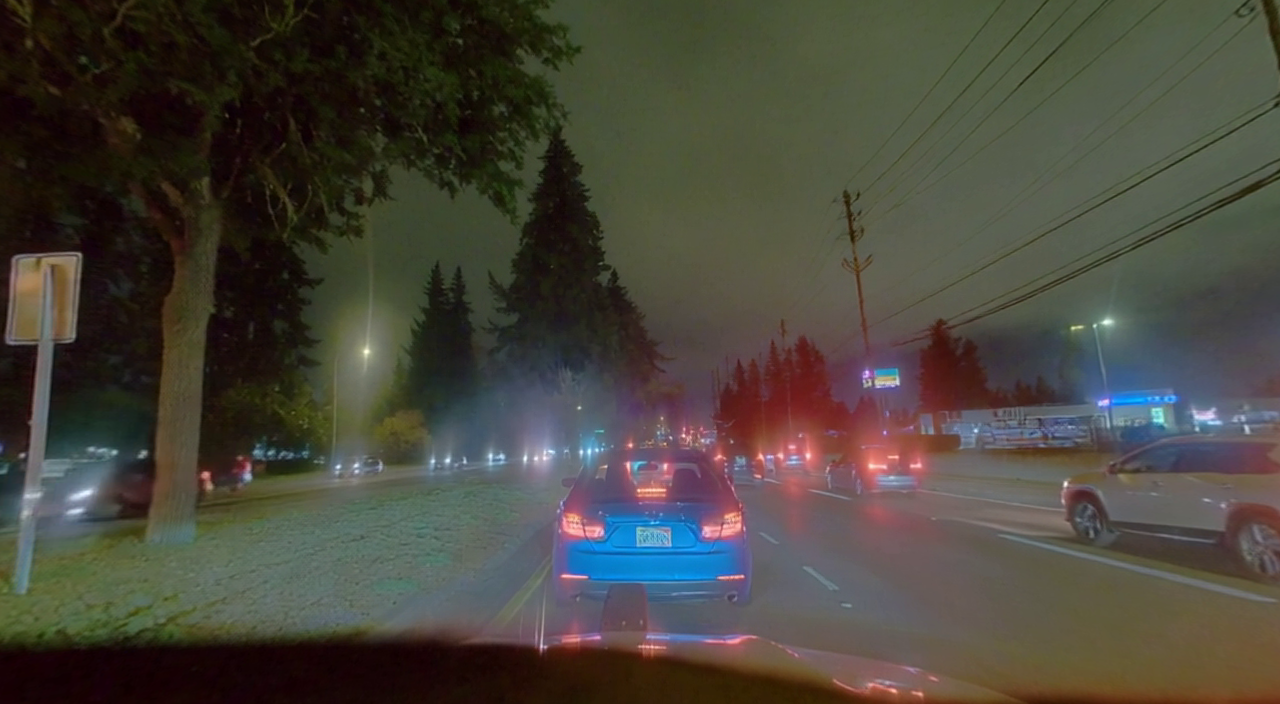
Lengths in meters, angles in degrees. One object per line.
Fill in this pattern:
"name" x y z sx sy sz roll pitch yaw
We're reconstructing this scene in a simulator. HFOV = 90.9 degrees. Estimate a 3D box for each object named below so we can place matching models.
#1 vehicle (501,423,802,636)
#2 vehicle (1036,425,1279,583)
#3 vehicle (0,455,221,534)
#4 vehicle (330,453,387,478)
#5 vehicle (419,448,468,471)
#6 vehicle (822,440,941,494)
"vehicle" 0.070 1.540 6.472 2.108 1.479 3.935 0 -8 0
"vehicle" 6.996 1.645 7.378 1.850 1.480 4.474 0 -8 1
"vehicle" -12.024 3.117 14.416 1.804 1.430 4.456 0 -8 1
"vehicle" -19.130 7.717 43.137 1.853 1.489 4.449 0 -8 0
"vehicle" -15.136 8.273 48.839 2.291 1.682 4.835 0 -8 0
"vehicle" 7.337 3.512 19.732 1.899 1.458 4.499 0 -8 0
